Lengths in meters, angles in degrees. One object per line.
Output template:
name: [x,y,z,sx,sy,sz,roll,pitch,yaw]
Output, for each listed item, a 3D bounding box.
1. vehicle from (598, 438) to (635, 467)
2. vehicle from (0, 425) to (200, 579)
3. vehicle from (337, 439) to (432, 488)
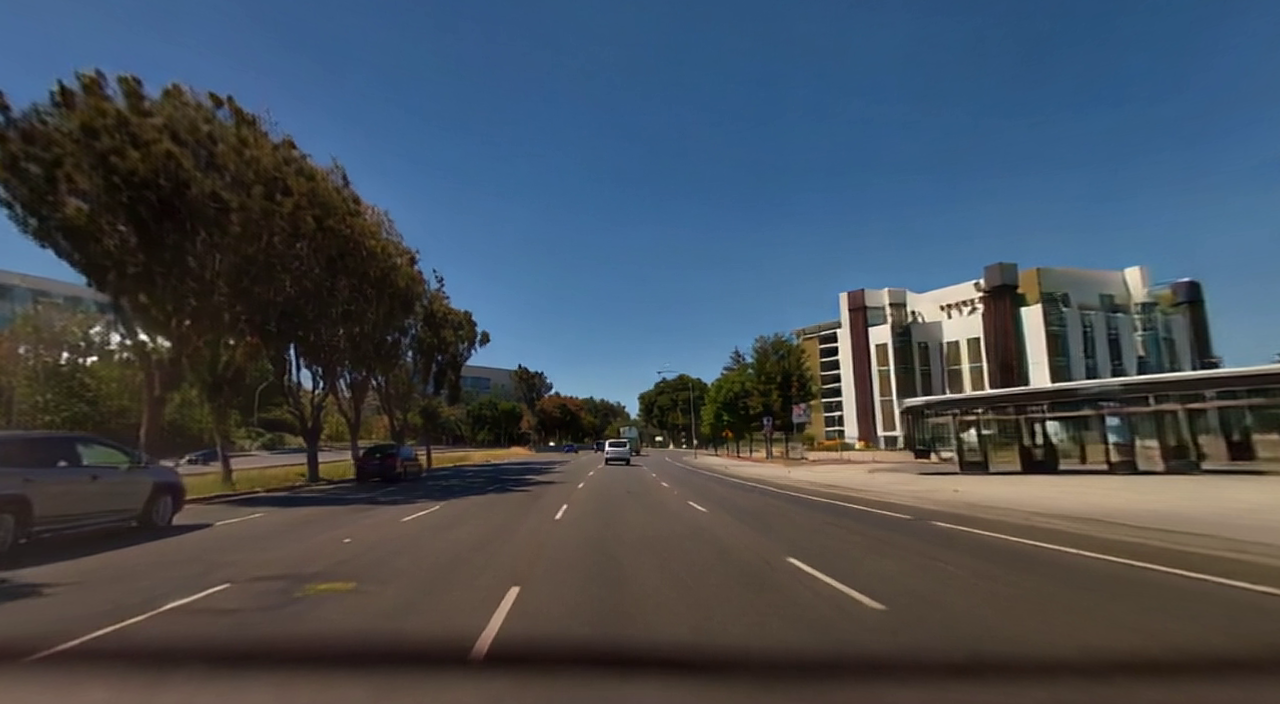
vehicle: [-1.568,6.772,42.588,2.345,1.803,4.261,0,-8,-2]
vehicle: [-8.384,1.845,8.123,2.181,1.728,4.515,0,-8,-1]
vehicle: [-10.090,4.423,25.398,2.097,1.782,4.682,0,-8,-3]
